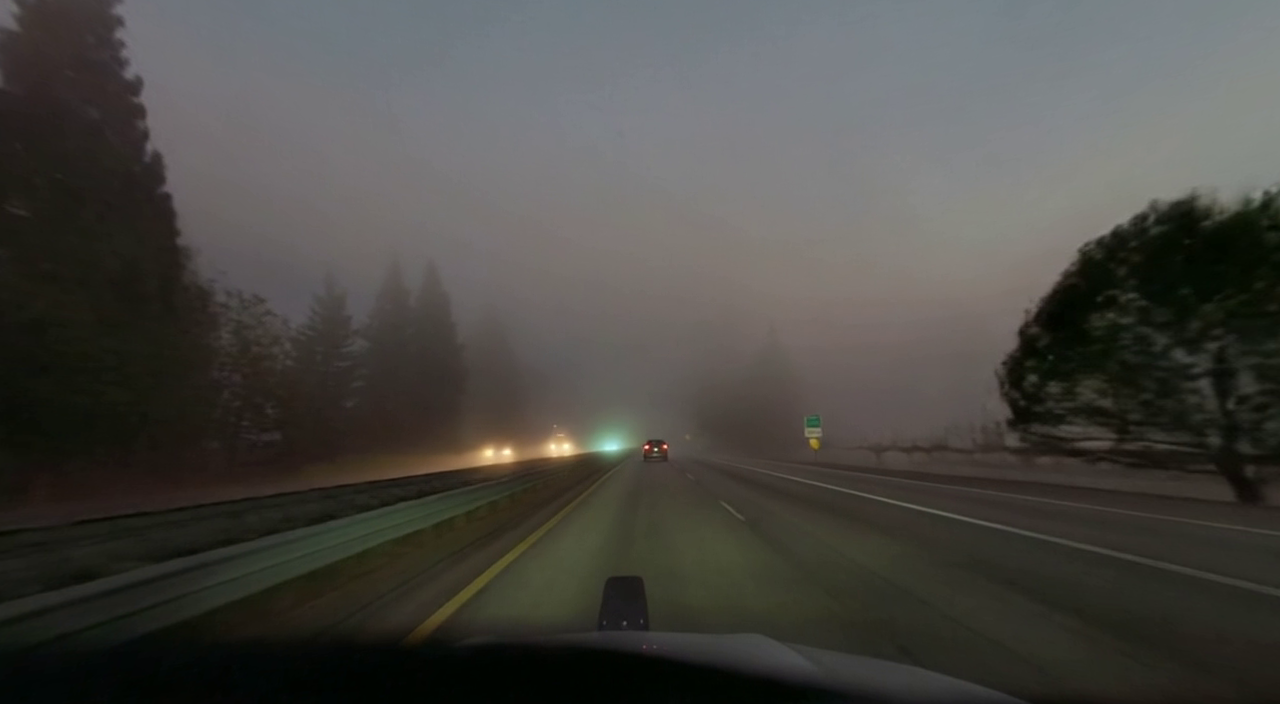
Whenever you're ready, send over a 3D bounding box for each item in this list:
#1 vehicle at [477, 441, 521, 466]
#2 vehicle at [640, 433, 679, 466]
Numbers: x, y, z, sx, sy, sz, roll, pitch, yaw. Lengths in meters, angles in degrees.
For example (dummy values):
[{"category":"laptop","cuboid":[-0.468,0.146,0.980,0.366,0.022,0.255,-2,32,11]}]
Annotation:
[{"category":"vehicle","cuboid":[-9.283,6.703,41.748,1.850,1.523,4.054,0,-8,1]},{"category":"vehicle","cuboid":[1.206,6.054,39.268,2.301,1.944,4.554,0,-8,2]}]
